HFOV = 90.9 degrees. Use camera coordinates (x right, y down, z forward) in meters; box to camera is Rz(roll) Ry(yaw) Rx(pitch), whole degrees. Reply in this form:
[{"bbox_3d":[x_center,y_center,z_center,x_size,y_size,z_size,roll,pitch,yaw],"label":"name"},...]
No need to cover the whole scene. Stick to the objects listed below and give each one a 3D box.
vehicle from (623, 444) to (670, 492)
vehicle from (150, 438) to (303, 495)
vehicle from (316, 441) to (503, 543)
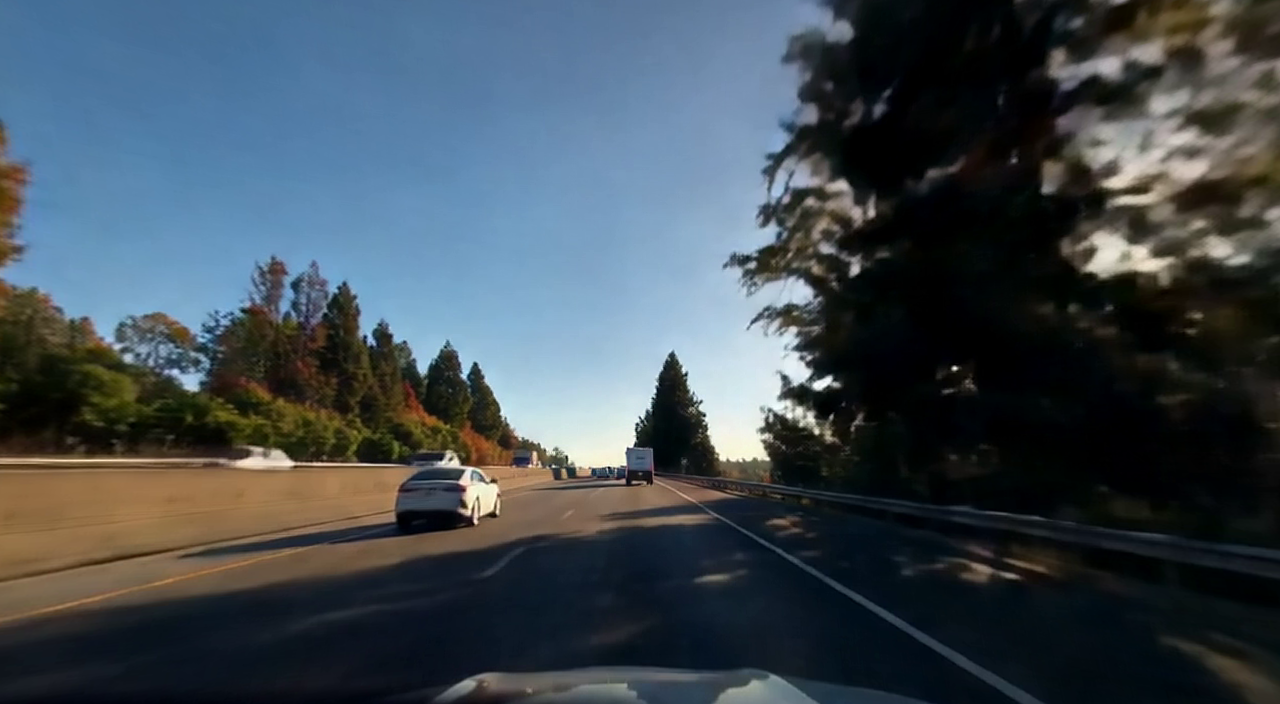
[{"bbox_3d":[0.296,6.791,36.858,2.482,2.549,5.447,1,-11,-1],"label":"vehicle"},{"bbox_3d":[-12.689,3.594,19.714,1.995,1.543,4.047,1,-11,0],"label":"vehicle"},{"bbox_3d":[-4.170,2.644,12.233,2.100,1.605,3.883,1,-11,0],"label":"vehicle"}]
